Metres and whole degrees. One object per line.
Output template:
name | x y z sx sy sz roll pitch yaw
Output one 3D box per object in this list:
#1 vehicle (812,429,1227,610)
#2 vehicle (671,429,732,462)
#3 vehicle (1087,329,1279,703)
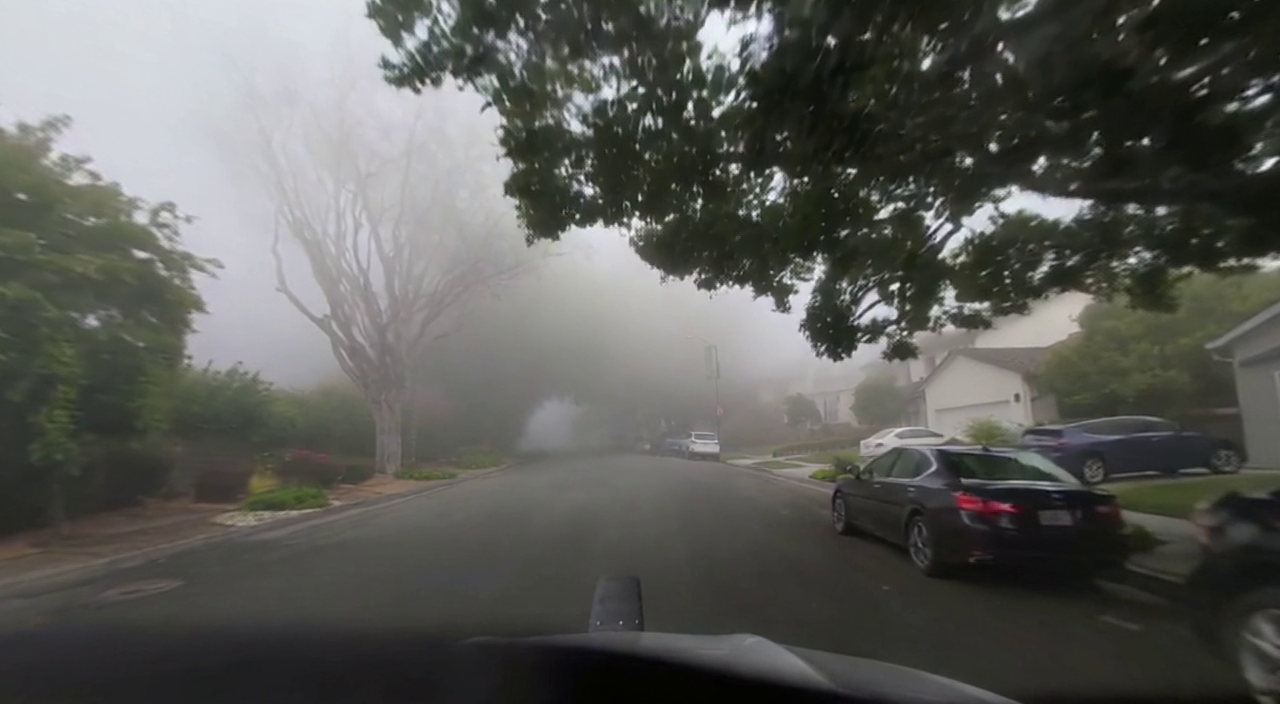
vehicle | 3.792 1.722 7.638 2.132 1.478 4.685 0 -8 0
vehicle | 3.718 5.821 39.566 2.715 1.900 6.163 1 -8 -5
vehicle | 3.699 0.613 1.030 2.161 1.854 5.289 -1 -8 2
